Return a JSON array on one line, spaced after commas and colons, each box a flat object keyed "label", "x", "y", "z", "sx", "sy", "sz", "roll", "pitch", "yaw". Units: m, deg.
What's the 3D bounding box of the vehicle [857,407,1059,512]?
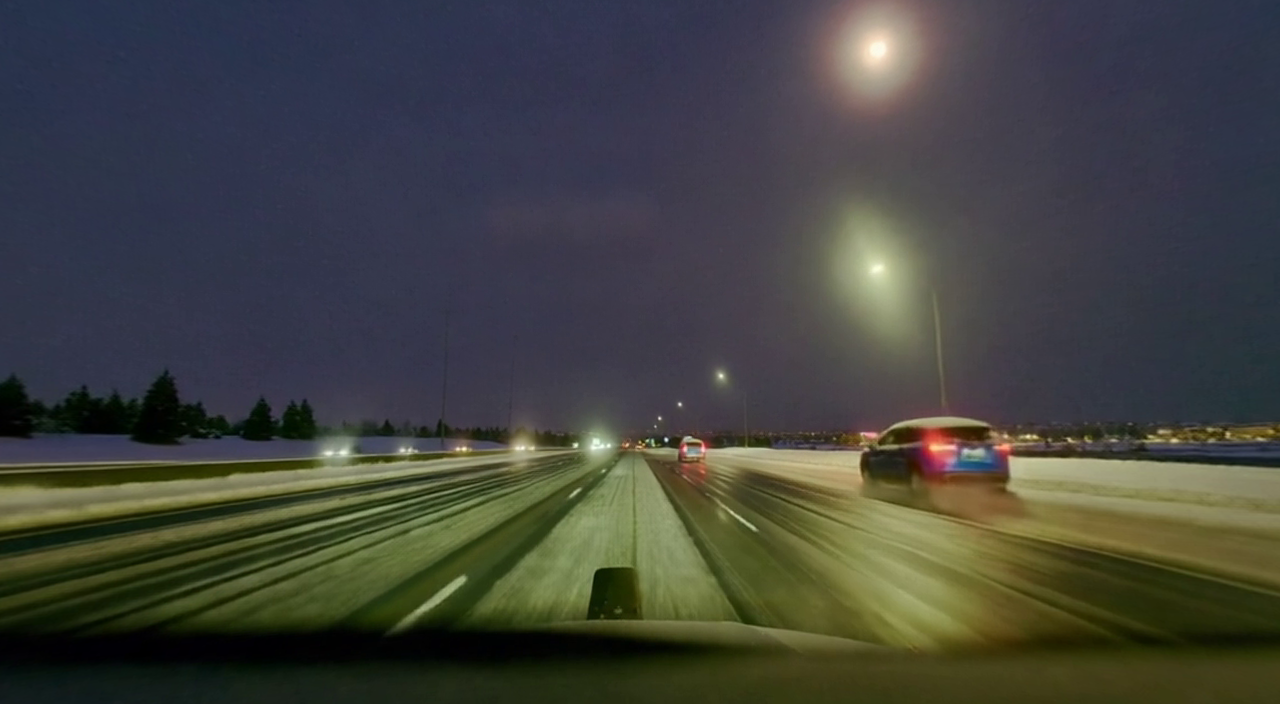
[{"label": "vehicle", "x": 6.759, "y": 2.350, "z": 14.195, "sx": 2.065, "sy": 1.953, "sz": 4.605, "roll": 0, "pitch": -8, "yaw": -1}]

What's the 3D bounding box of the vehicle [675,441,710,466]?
[{"label": "vehicle", "x": 3.467, "y": 6.790, "z": 42.387, "sx": 2.000, "sy": 1.533, "sz": 3.770, "roll": 0, "pitch": -8, "yaw": -1}]
